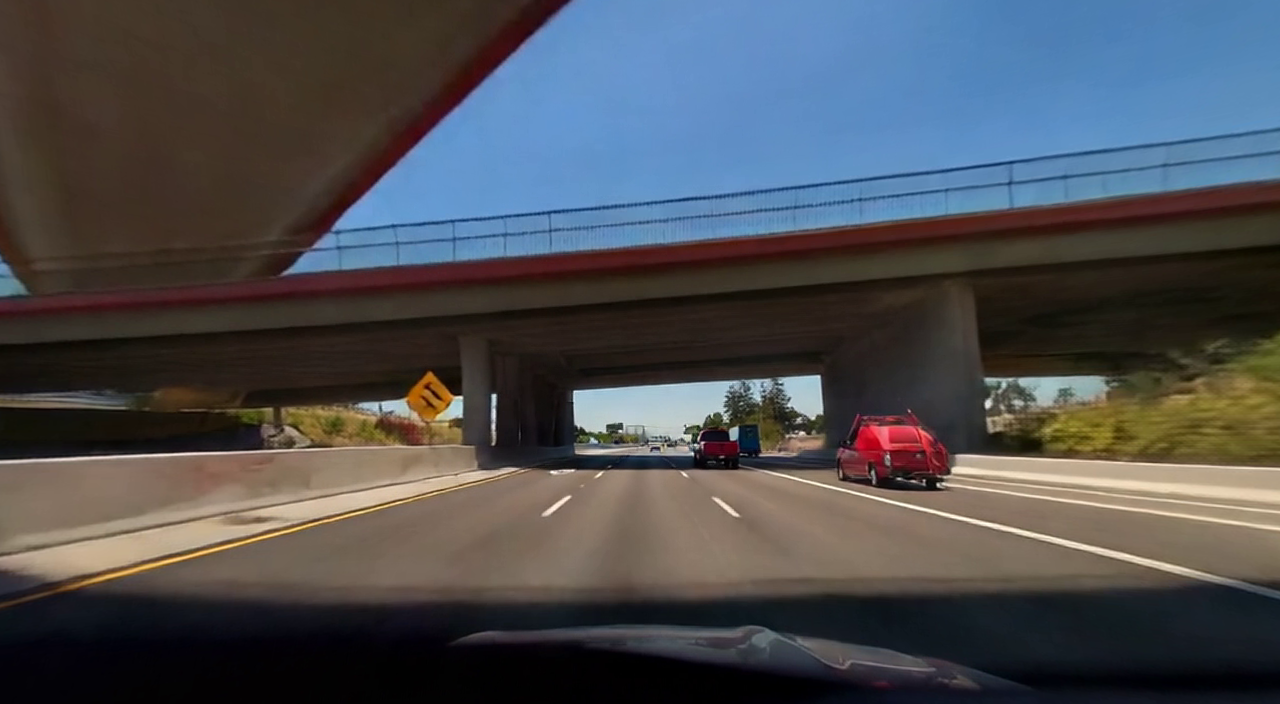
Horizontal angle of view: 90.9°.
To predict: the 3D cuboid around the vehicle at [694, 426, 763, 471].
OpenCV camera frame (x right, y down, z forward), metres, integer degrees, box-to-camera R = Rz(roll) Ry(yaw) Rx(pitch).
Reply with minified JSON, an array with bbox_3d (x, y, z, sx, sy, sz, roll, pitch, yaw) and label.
[{"bbox_3d":[4.248,4.777,31.350,2.505,2.020,5.532,0,-8,-1],"label":"vehicle"}]
